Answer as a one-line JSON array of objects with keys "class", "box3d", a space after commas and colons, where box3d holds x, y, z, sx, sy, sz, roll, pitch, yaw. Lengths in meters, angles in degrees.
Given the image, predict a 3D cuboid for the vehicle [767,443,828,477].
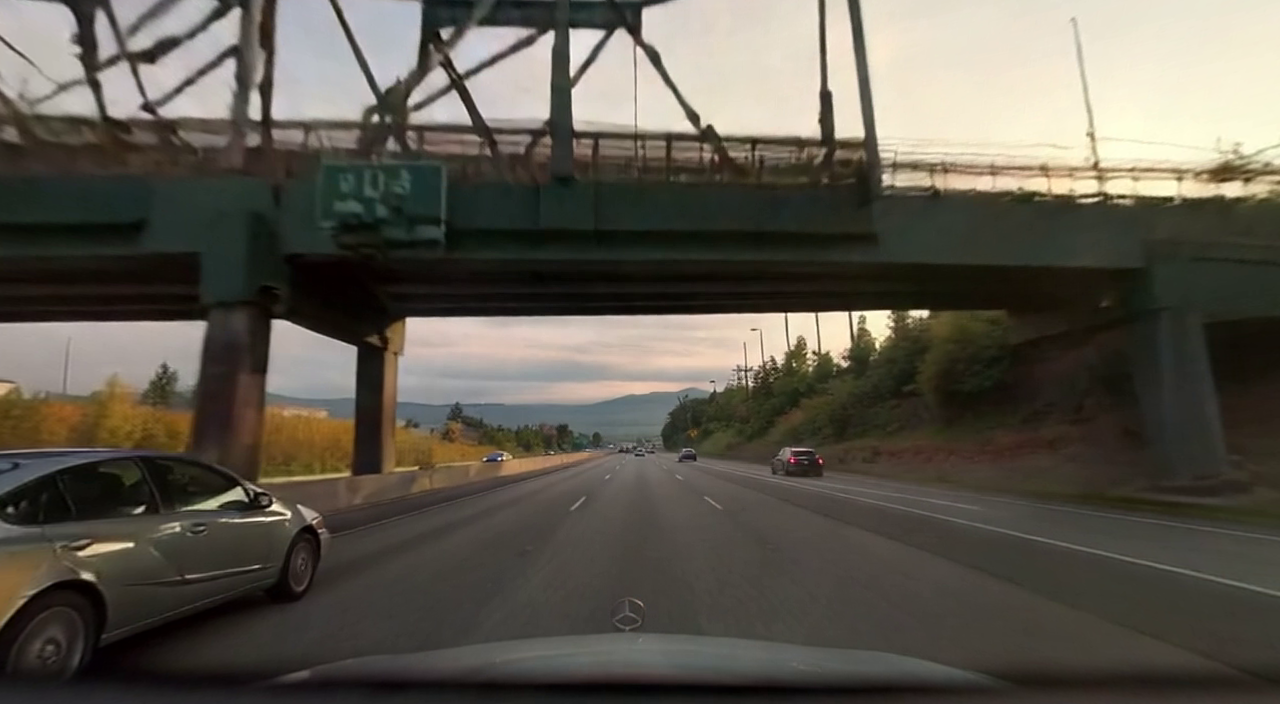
[{"class": "vehicle", "box3d": [7.654, 5.282, 31.020, 1.923, 1.516, 3.815, 0, -9, -2]}]
